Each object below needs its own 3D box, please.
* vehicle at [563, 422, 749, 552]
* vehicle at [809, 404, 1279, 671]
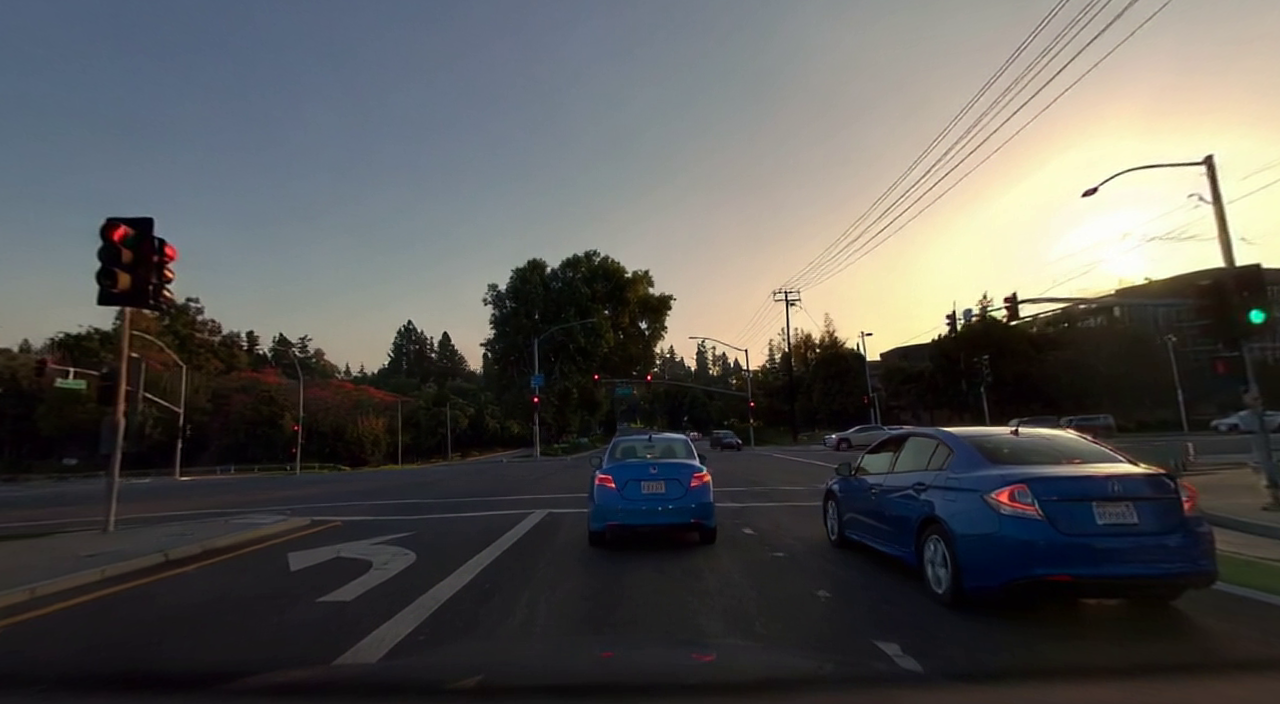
[{"bbox_3d":[0.178,1.821,9.169,2.110,1.466,3.860,0,-8,0],"label":"vehicle"},{"bbox_3d":[3.109,1.332,5.663,2.004,1.448,4.263,0,-8,0],"label":"vehicle"}]
